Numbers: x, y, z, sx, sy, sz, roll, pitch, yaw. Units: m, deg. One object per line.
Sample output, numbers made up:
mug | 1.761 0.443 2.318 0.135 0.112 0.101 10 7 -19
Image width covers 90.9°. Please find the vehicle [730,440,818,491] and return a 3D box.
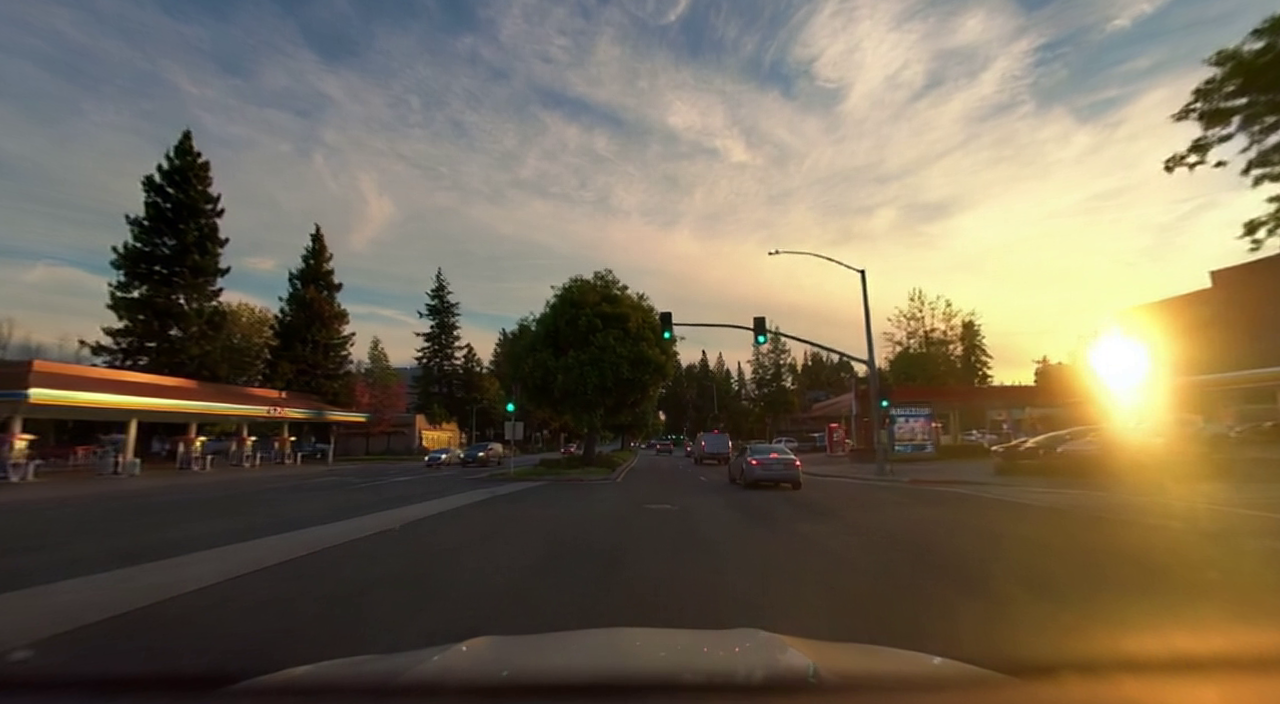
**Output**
vehicle | 4.091 3.528 19.972 1.871 1.442 4.122 0 -9 0

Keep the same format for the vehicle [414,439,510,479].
vehicle | -7.893 4.772 28.565 2.842 1.476 4.980 -2 -7 1

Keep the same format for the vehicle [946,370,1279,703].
vehicle | 3.827 1.024 3.472 1.875 1.665 4.931 0 -9 1

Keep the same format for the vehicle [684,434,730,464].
vehicle | 4.604 6.764 44.081 2.611 1.983 5.165 0 -9 0
